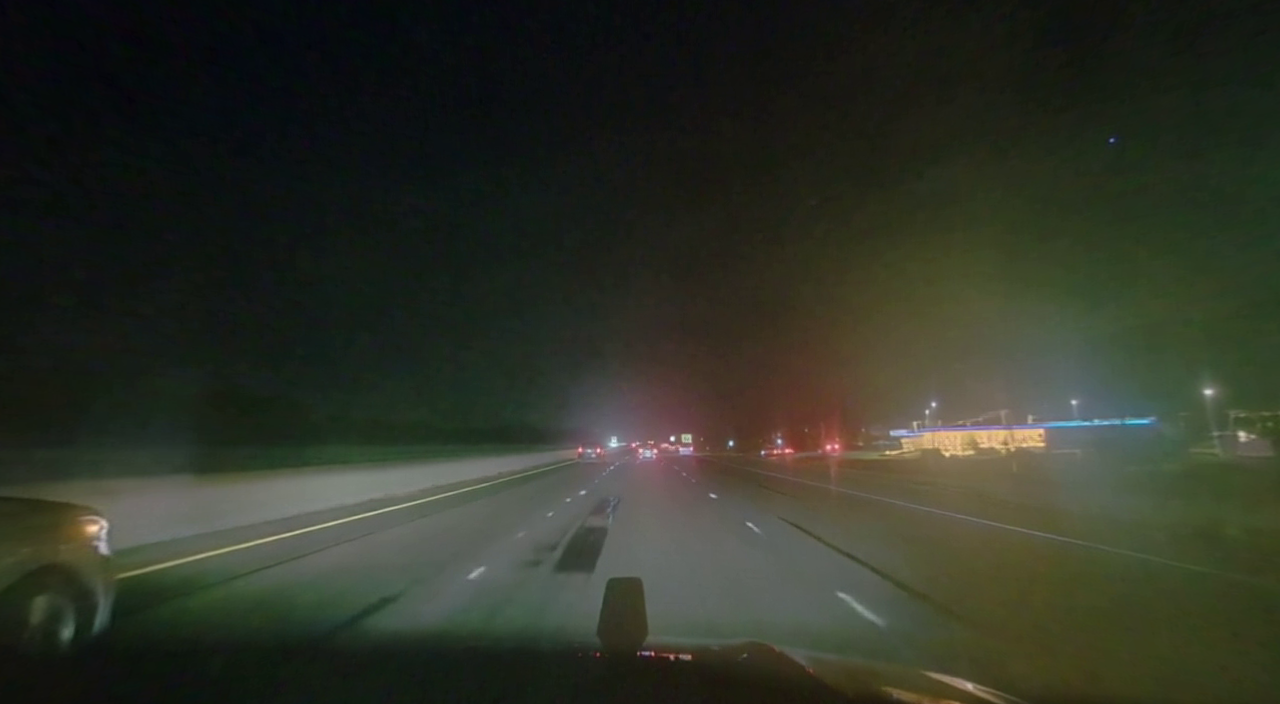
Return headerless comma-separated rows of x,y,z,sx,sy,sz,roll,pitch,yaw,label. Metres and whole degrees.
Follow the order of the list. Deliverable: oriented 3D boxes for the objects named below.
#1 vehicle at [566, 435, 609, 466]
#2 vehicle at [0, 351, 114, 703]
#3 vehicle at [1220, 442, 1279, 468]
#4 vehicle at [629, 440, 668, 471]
-3.593,6.861,44.092,2.403,1.946,5.623,0,-8,1,vehicle
-3.946,0.622,0.973,2.239,1.761,4.620,0,-8,0,vehicle
40.193,6.710,41.293,4.459,1.602,1.987,5,-10,-31,vehicle
0.433,5.538,33.979,2.000,1.558,3.945,0,-8,0,vehicle
